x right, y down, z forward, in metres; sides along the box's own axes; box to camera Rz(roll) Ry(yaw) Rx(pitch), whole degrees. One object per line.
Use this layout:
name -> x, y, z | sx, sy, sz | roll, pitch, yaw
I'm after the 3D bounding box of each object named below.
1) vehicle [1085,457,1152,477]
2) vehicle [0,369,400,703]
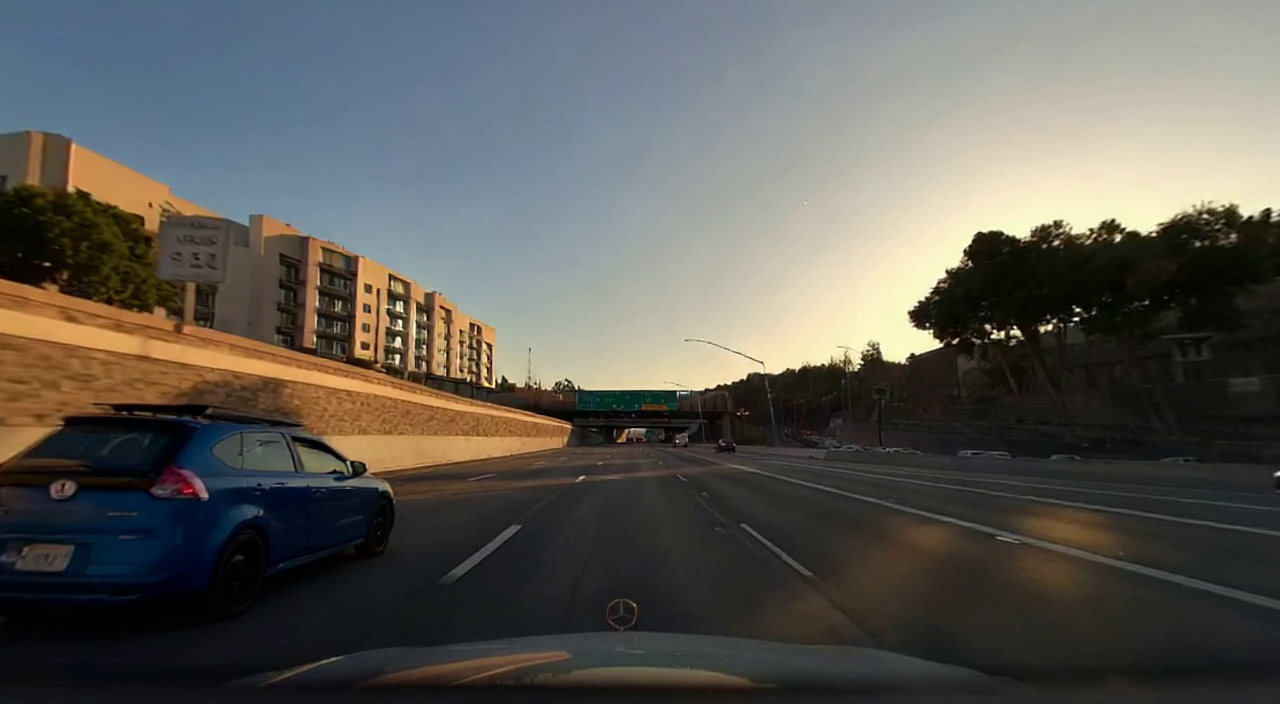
vehicle -> 35.199, 8.458, 46.498 | 3.611, 1.377, 1.625 | 0, -8, 0
vehicle -> -3.879, 1.209, 5.274 | 2.070, 1.641, 4.315 | 0, -8, -1
